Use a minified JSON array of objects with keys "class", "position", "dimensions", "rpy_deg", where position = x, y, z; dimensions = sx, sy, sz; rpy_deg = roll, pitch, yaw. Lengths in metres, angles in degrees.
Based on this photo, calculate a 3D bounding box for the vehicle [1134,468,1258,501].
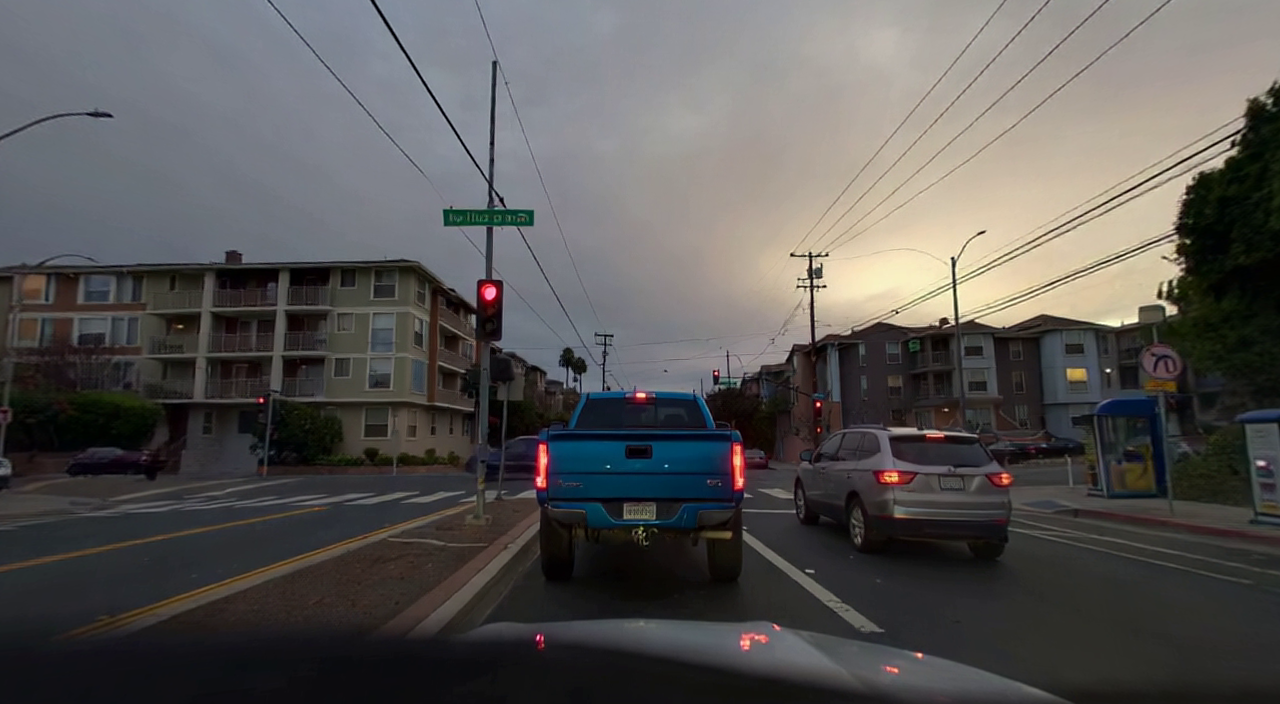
[{"class":"vehicle","position":[26.377,6.287,30.003],"dimensions":[4.071,1.388,1.884],"rpy_deg":[0,-8,1]}]

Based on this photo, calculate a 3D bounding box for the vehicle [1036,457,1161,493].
[{"class":"vehicle","position":[21.836,5.860,30.162],"dimensions":[4.498,1.618,1.843],"rpy_deg":[0,-8,0]}]

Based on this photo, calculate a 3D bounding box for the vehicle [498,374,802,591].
[{"class":"vehicle","position":[0.118,1.555,8.317],"dimensions":[2.738,1.959,5.070],"rpy_deg":[0,-8,1]}]

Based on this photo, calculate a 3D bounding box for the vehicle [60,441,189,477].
[{"class":"vehicle","position":[-24.841,5.155,30.480],"dimensions":[4.563,1.692,1.778],"rpy_deg":[0,-8,-1]}]

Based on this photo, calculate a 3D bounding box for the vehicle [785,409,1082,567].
[{"class":"vehicle","position":[3.843,1.873,9.500],"dimensions":[2.131,1.759,4.762],"rpy_deg":[0,-8,-1]}]
